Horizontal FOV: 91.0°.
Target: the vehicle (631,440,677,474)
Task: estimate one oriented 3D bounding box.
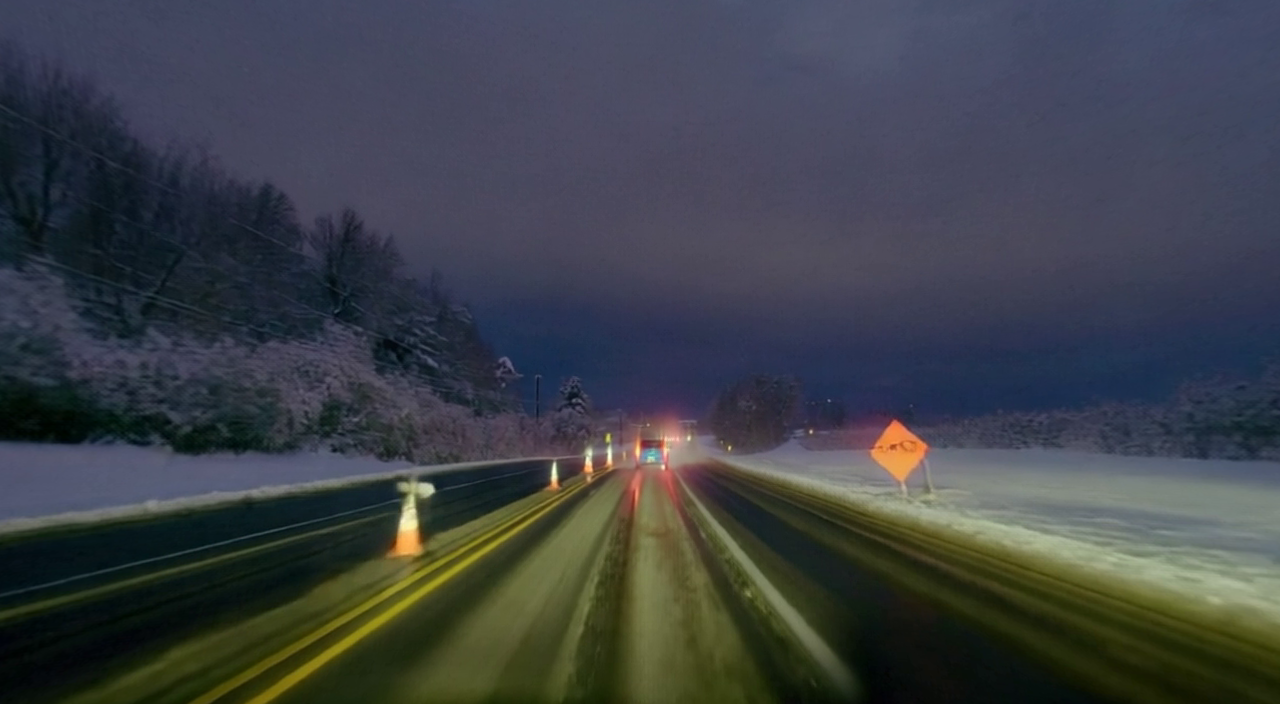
[{"bbox_3d":[0.661,4.945,29.796,2.042,1.489,3.963,0,-9,2],"label":"vehicle"}]
